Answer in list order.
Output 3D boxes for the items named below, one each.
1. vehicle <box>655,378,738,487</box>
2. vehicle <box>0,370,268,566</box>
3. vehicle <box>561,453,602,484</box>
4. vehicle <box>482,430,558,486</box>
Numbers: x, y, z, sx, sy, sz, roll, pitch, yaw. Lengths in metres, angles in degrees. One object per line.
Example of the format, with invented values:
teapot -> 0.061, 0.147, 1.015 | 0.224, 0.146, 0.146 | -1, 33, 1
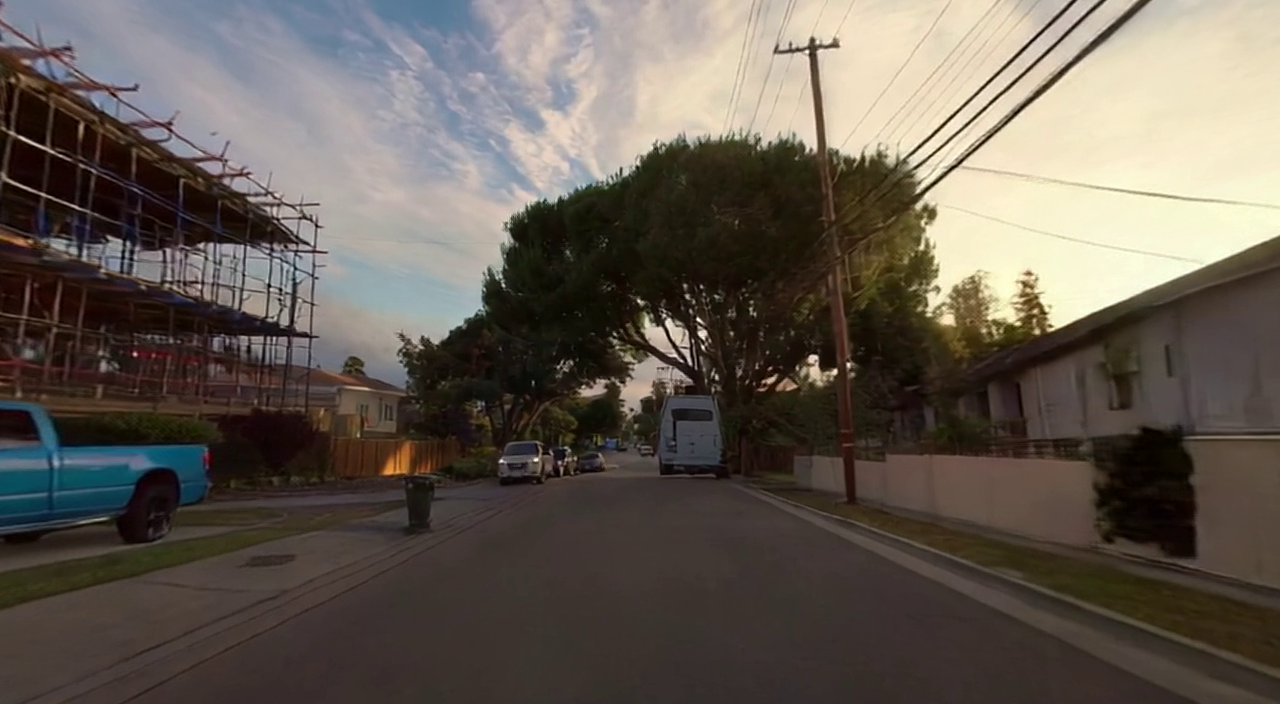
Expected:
vehicle -> 2.176, 3.757, 27.399 | 2.915, 3.793, 9.963 | 1, -11, 2
vehicle -> -7.276, 1.260, 7.006 | 2.238, 1.895, 5.648 | -1, -9, 8
vehicle -> -3.981, 8.040, 43.697 | 2.257, 1.916, 5.089 | 0, -9, 1
vehicle -> -5.001, 4.435, 27.013 | 2.171, 1.910, 4.789 | -1, -4, 2
